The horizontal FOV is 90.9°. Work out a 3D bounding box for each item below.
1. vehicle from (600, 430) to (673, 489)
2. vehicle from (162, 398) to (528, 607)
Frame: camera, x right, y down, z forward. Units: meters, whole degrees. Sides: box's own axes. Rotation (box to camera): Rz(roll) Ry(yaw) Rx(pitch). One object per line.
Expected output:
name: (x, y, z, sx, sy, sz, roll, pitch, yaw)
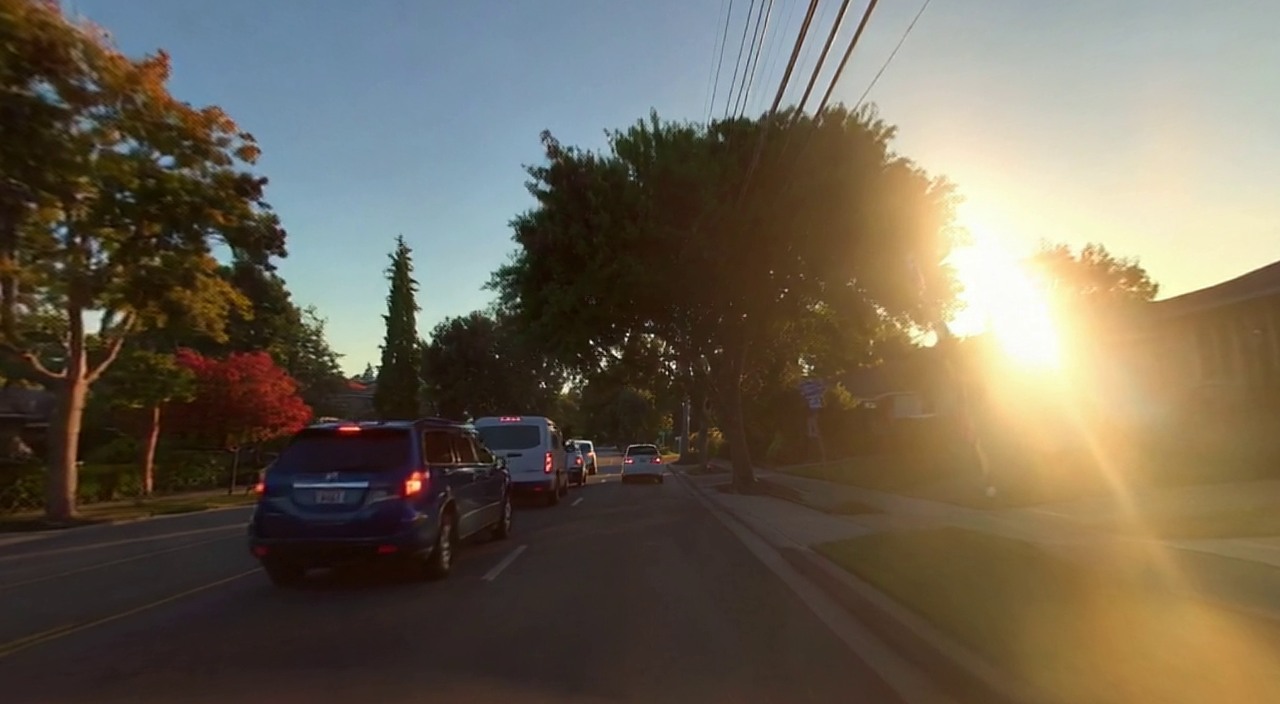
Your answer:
vehicle: (-0.100, 3.440, 20.391, 2.120, 1.718, 3.909, 0, -9, 0)
vehicle: (-2.824, 1.561, 7.394, 2.105, 1.709, 4.251, 0, -9, 2)
